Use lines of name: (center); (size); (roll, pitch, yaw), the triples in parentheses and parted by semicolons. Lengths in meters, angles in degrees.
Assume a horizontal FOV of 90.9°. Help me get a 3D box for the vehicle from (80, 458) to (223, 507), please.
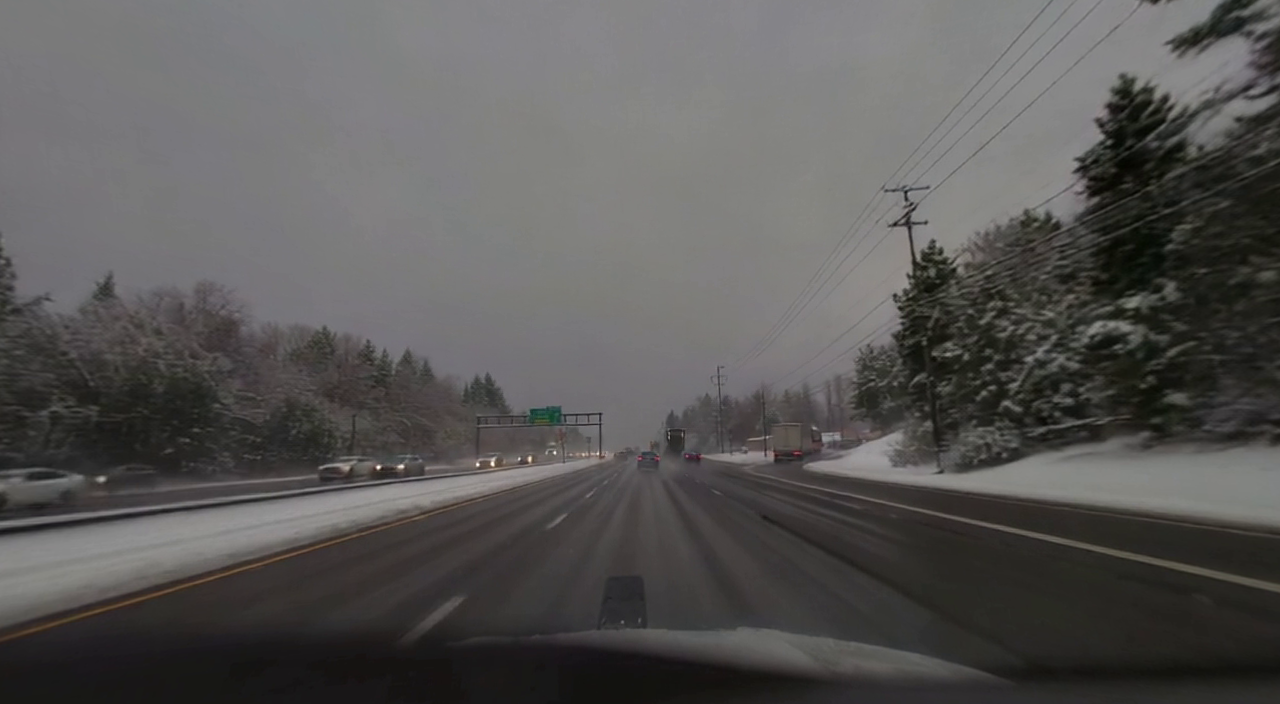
vehicle: (-18.991, 5.055, 24.858); (1.801, 1.638, 4.739); (0, -9, 0)

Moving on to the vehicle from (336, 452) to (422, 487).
vehicle: (-11.604, 5.219, 28.382); (1.903, 1.432, 4.475); (0, -9, 0)

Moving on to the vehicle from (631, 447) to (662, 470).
vehicle: (0.479, 7.601, 45.142); (2.111, 1.599, 3.859); (0, -9, 1)

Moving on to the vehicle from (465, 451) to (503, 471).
vehicle: (-11.837, 8.305, 48.048); (1.801, 1.424, 4.135); (0, -9, 1)

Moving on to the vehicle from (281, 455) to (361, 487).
vehicle: (-16.016, 5.975, 31.901); (1.800, 1.446, 4.274); (0, -9, 0)
